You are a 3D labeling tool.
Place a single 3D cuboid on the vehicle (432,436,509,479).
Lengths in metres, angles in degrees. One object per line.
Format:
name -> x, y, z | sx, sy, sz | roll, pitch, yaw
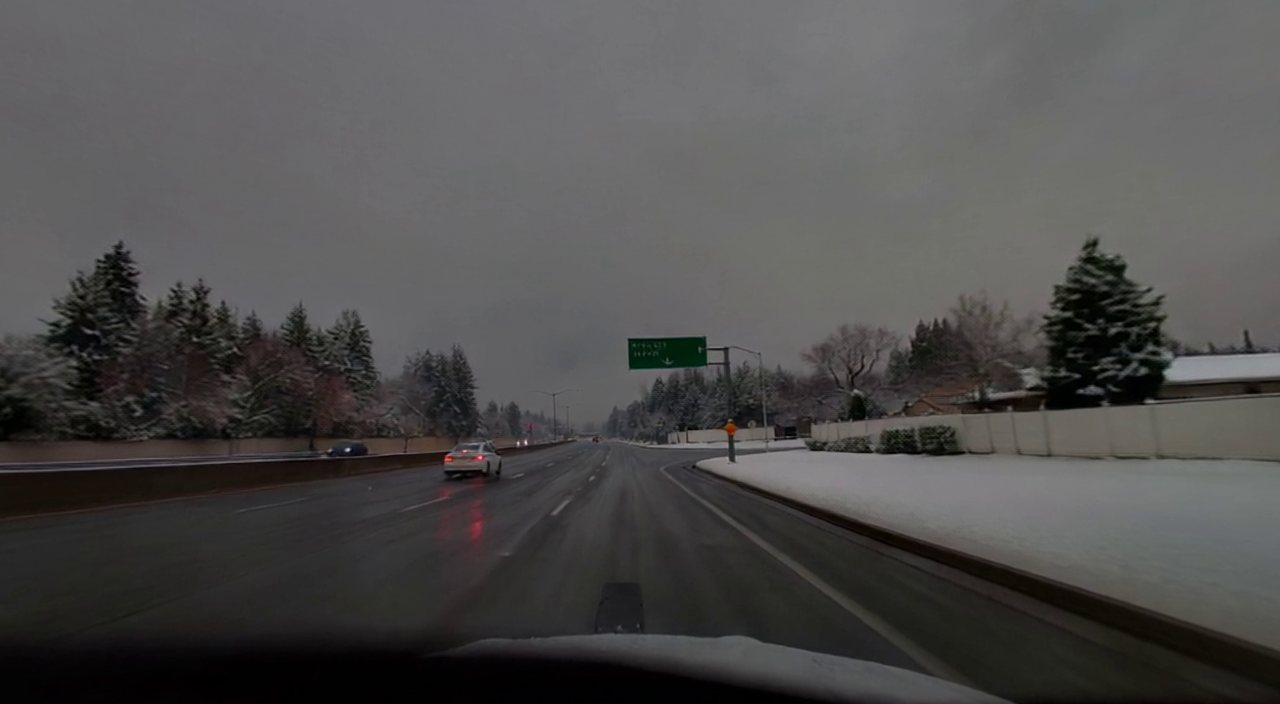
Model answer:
vehicle -> -7.351, 4.638, 27.976 | 2.115, 1.711, 4.722 | 0, -9, 0
